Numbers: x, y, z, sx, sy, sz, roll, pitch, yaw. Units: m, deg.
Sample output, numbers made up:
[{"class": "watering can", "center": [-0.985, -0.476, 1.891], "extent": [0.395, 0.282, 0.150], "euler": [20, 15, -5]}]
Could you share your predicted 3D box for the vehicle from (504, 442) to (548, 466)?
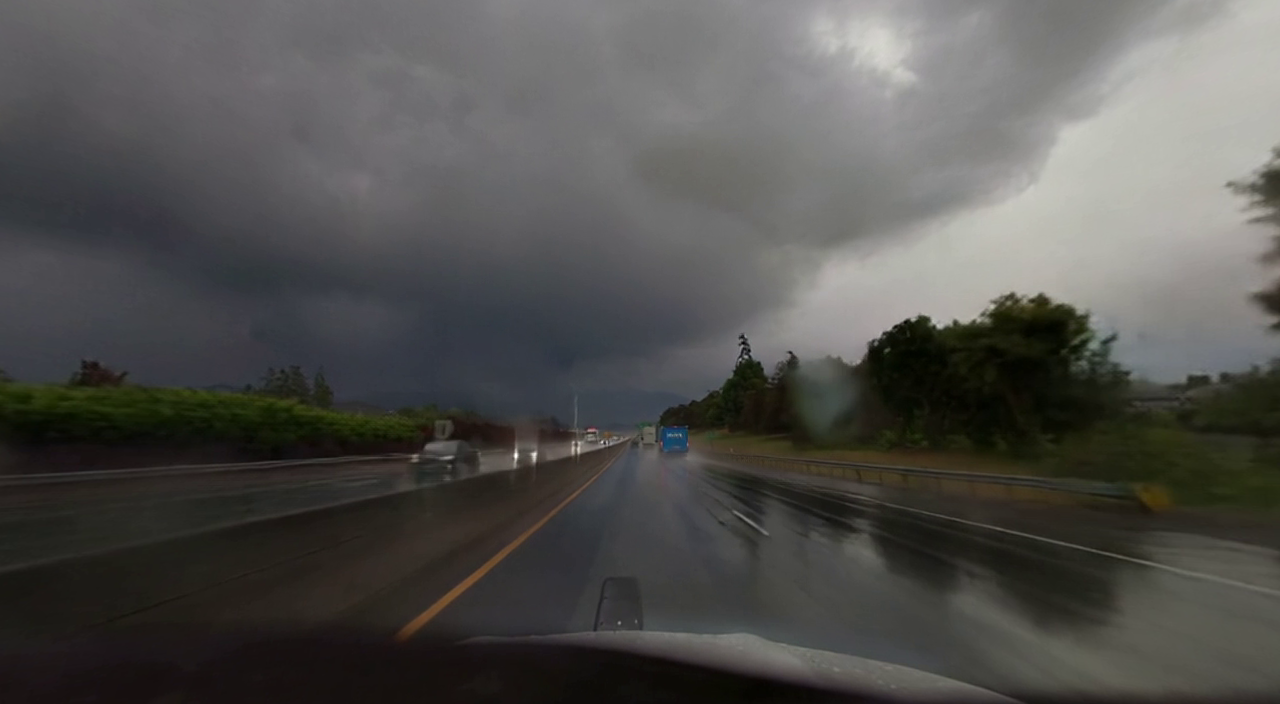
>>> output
[{"class": "vehicle", "center": [-7.296, 6.584, 40.694], "extent": [1.904, 1.463, 4.630], "euler": [0, -9, 1]}]

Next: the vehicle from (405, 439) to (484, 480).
[{"class": "vehicle", "center": [-7.825, 4.336, 25.592], "extent": [1.879, 1.486, 4.259], "euler": [0, -9, 0]}]
